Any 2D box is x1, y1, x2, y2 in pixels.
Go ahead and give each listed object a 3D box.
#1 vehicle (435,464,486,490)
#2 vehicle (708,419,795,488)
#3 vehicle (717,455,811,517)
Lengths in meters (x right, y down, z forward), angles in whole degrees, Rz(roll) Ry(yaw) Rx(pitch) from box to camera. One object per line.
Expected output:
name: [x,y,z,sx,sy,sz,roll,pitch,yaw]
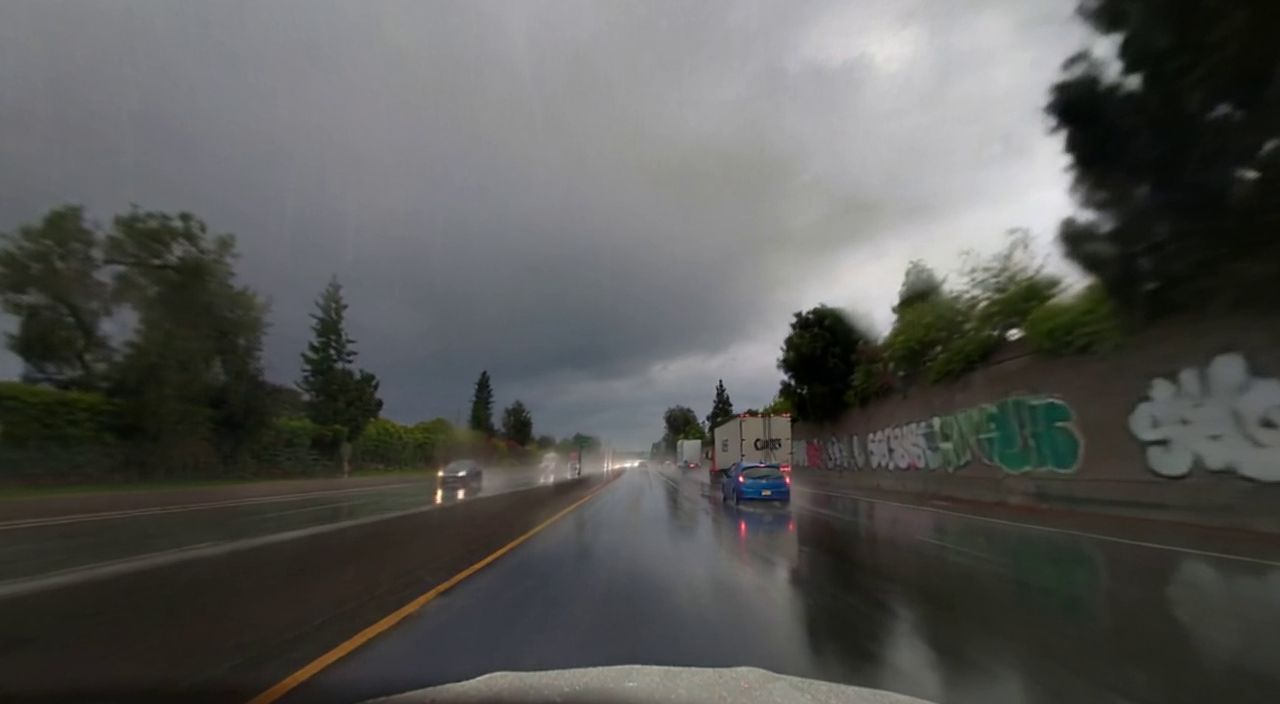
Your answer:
vehicle: [-12.216,8.512,43.210,2.001,1.609,4.720,0,-10,1]
vehicle: [7.567,7.549,46.006,3.298,4.017,16.824,1,-10,0]
vehicle: [3.491,3.850,18.395,2.011,1.574,3.512,1,-10,0]
